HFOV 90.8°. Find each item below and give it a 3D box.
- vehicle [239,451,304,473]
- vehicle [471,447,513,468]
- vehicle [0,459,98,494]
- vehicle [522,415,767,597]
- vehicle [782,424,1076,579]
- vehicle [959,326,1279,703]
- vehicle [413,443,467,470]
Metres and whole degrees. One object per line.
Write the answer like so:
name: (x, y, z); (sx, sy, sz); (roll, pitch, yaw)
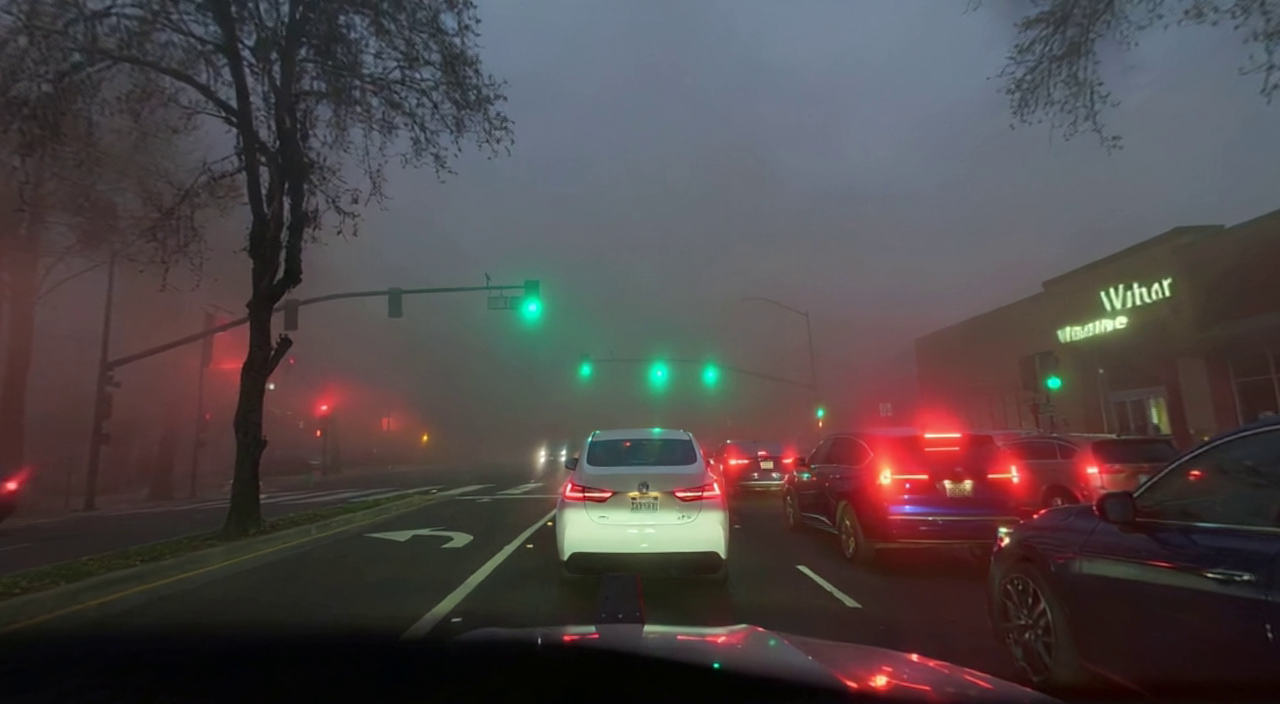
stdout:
vehicle: (-28.587, 8.530, 49.176); (4.205, 1.541, 1.780); (4, -10, -28)
vehicle: (-11.260, 8.003, 48.242); (2.099, 1.478, 4.411); (0, -9, 0)
vehicle: (-27.256, 5.499, 28.070); (4.285, 1.427, 1.883); (3, -9, -22)
vehicle: (0.013, 1.633, 7.493); (2.154, 1.577, 3.723); (0, -9, -1)
vehicle: (3.321, 1.790, 8.360); (1.865, 1.496, 4.170); (0, -9, -1)
vehicle: (2.980, 0.705, 1.574); (2.075, 1.661, 4.401); (0, -9, 1)
vehicle: (-15.084, 7.895, 48.034); (2.395, 1.903, 4.860); (-1, -9, 1)
